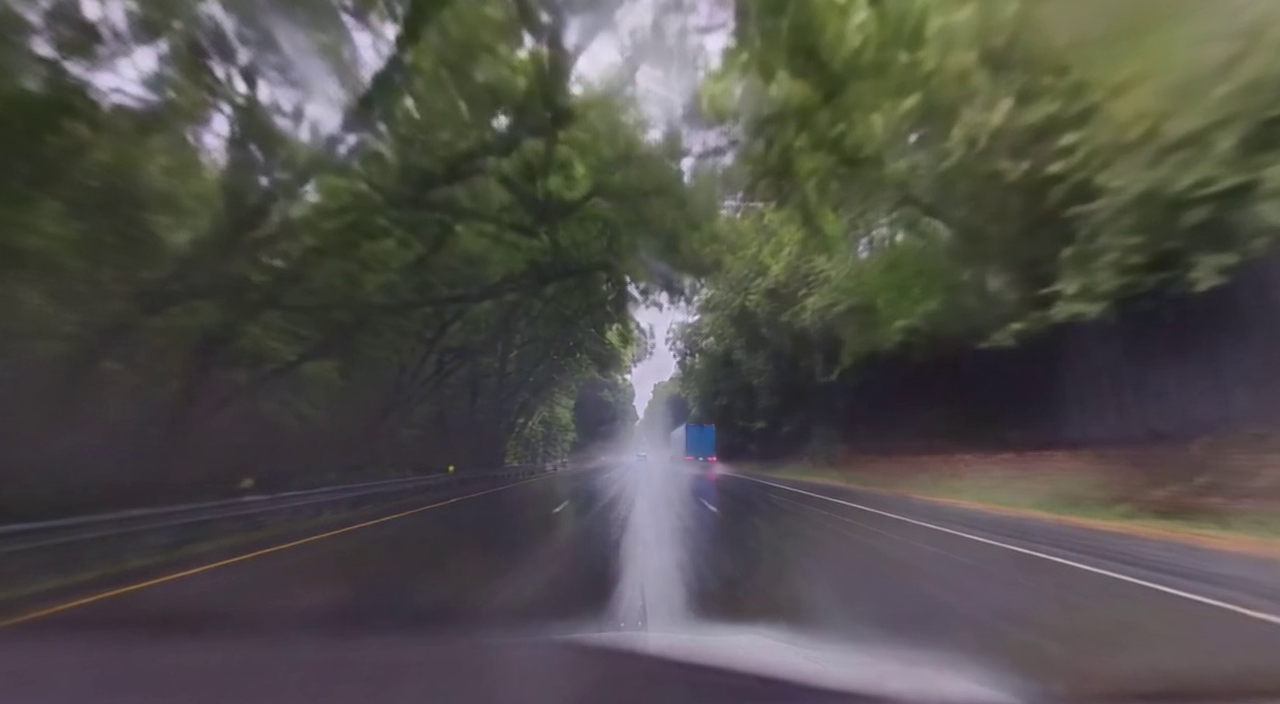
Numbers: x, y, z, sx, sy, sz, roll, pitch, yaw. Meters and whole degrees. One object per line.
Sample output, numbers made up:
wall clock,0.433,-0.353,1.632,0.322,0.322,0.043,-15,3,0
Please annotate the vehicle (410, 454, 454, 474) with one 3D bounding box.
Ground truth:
vehicle,-15.208,8.207,46.312,1.886,1.433,3.791,0,-9,1

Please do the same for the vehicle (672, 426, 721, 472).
vehicle,3.661,6.435,41.844,2.572,2.795,5.978,0,-9,-1
